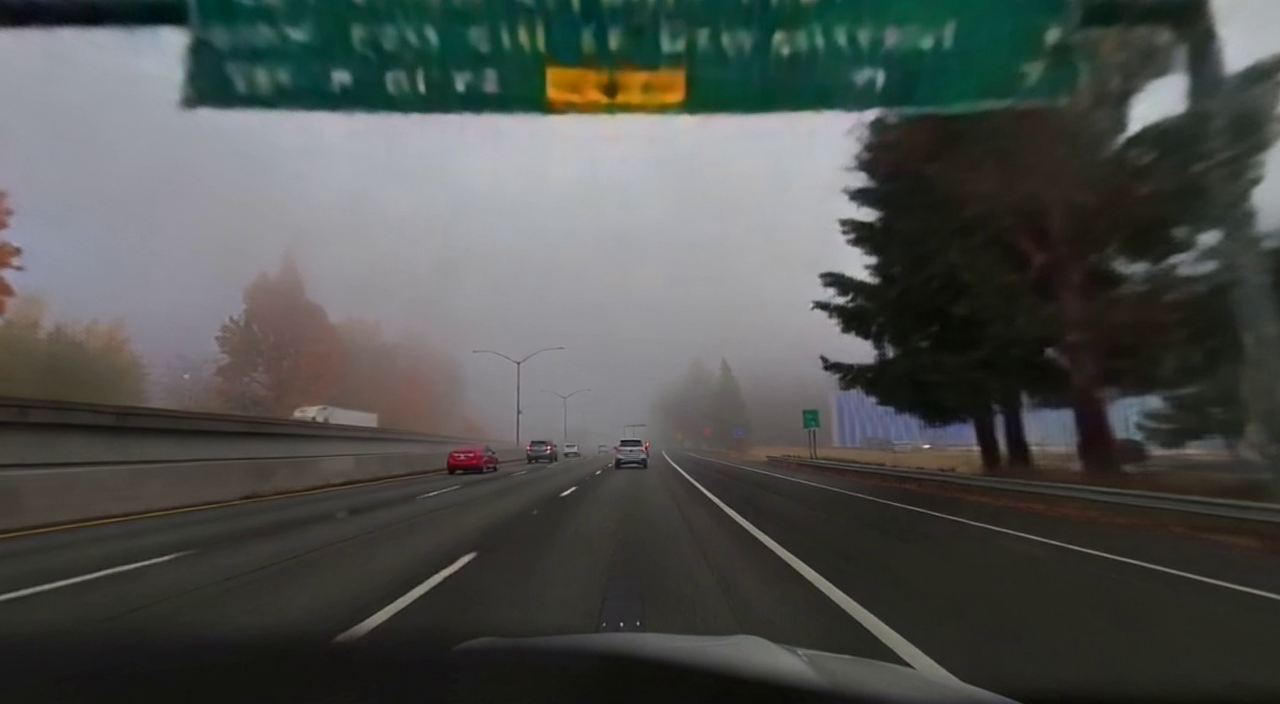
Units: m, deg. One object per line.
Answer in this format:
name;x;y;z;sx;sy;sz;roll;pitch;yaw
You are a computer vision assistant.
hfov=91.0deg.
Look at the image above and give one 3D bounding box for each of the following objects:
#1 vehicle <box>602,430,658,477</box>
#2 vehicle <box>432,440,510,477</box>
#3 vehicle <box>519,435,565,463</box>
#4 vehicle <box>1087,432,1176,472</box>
vehicle;-0.411;4.406;27.555;2.245;1.863;4.801;0;-9;0
vehicle;-7.339;4.671;27.829;2.074;1.495;4.643;0;-8;1
vehicle;-7.199;7.232;46.959;2.328;1.927;5.880;0;-8;1
vehicle;24.696;5.053;31.857;2.242;1.835;4.667;-3;-9;22
